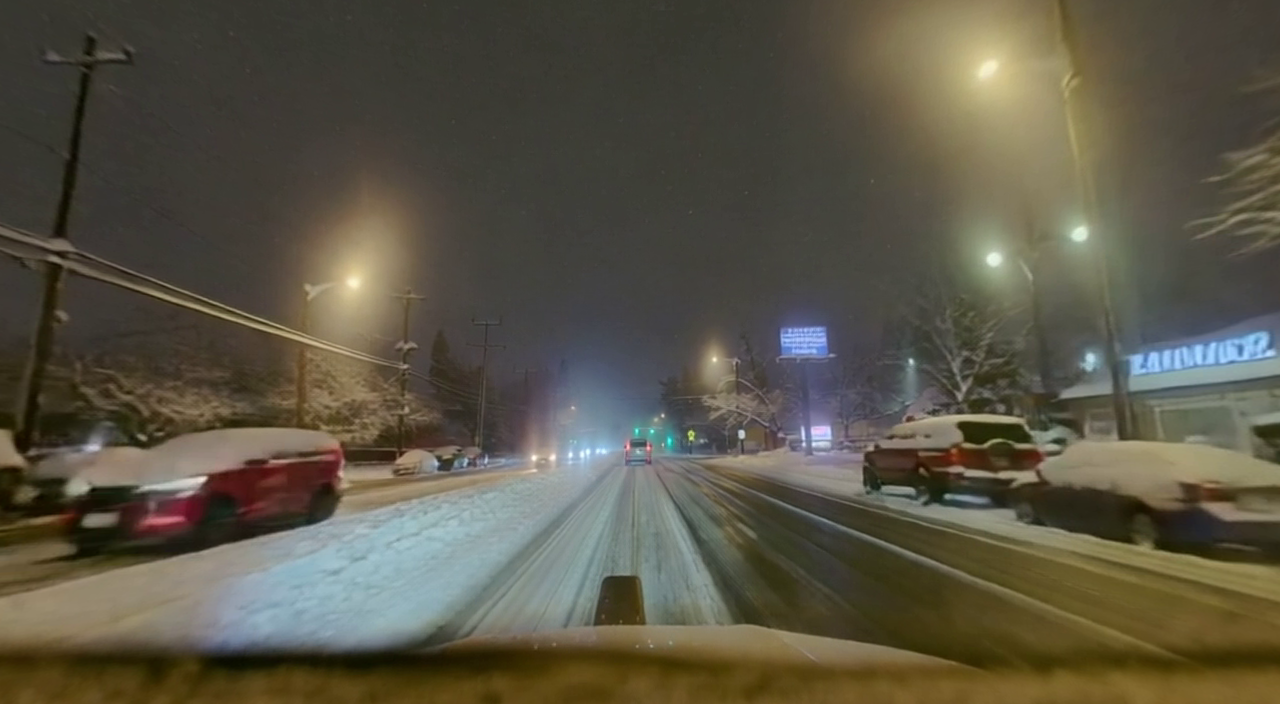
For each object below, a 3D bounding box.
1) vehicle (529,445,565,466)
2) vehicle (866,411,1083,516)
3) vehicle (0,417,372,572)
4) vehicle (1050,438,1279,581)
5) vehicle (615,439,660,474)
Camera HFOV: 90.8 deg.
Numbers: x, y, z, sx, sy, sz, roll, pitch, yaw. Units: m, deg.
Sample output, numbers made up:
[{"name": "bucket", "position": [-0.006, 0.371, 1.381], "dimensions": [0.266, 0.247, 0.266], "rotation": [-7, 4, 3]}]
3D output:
[{"name": "vehicle", "position": [-6.729, 7.505, 46.028], "dimensions": [1.930, 1.450, 4.234], "rotation": [0, -8, 1]}, {"name": "vehicle", "position": [7.651, 2.628, 15.360], "dimensions": [2.257, 2.072, 5.376], "rotation": [0, -8, -1]}, {"name": "vehicle", "position": [-6.179, 1.959, 9.537], "dimensions": [2.254, 1.732, 4.571], "rotation": [0, -8, 0]}, {"name": "vehicle", "position": [7.634, 1.824, 7.793], "dimensions": [1.854, 1.485, 4.736], "rotation": [0, -8, -2]}, {"name": "vehicle", "position": [-0.154, 5.155, 31.405], "dimensions": [2.067, 1.547, 4.513], "rotation": [0, -8, -1]}]
